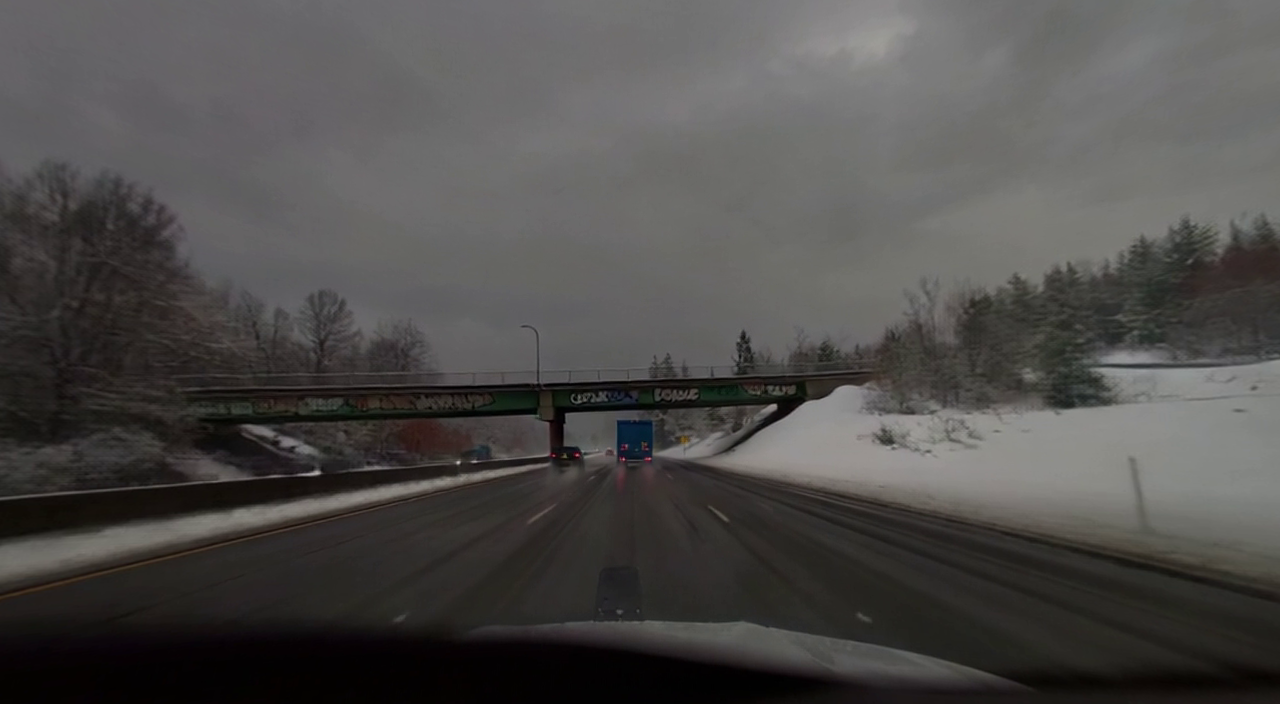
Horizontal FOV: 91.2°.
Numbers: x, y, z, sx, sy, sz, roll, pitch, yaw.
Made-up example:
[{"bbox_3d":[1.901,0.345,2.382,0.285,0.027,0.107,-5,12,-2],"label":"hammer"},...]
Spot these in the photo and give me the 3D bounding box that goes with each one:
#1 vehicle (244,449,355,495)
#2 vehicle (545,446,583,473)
[{"bbox_3d":[-13.735,4.828,25.679,1.890,1.706,4.618,0,-9,1],"label":"vehicle"},{"bbox_3d":[-4.485,6.442,37.679,1.892,1.529,3.996,0,-9,-1],"label":"vehicle"}]
